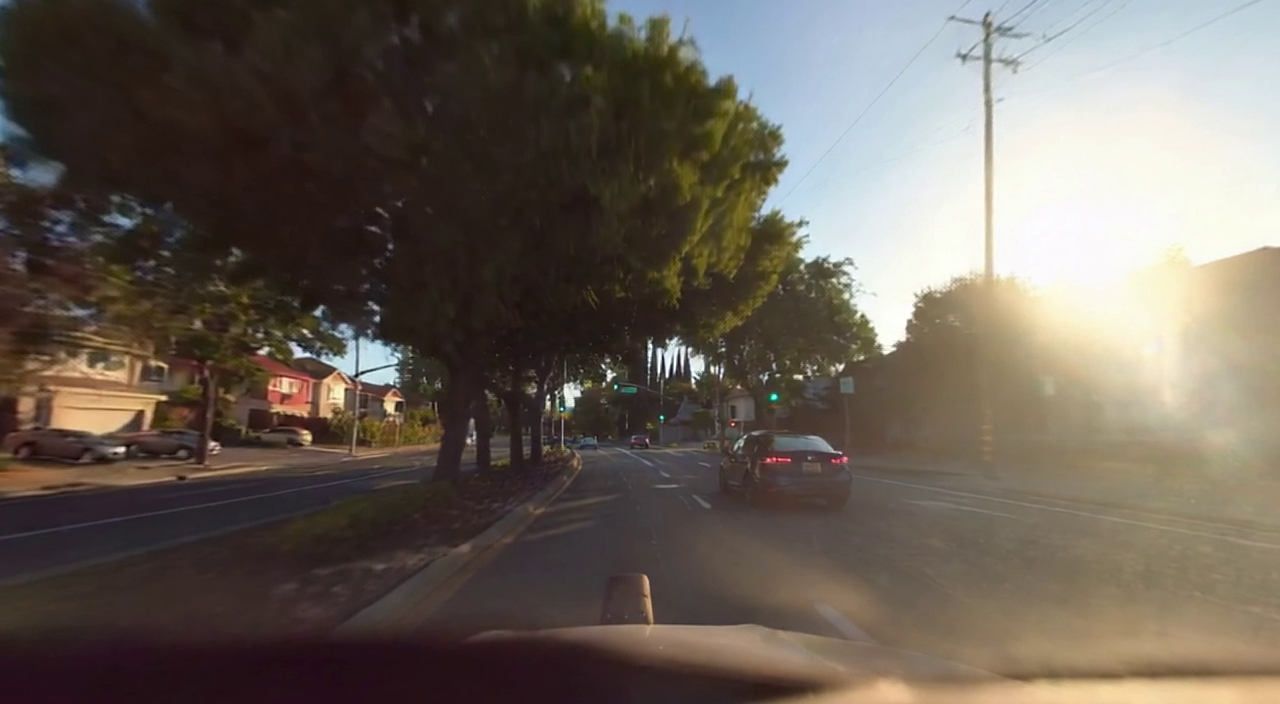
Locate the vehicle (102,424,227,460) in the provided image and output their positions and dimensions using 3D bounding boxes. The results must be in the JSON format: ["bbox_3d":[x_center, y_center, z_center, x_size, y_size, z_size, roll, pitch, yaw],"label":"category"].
[{"bbox_3d":[-25.066,4.761,33.384,4.737,1.805,2.049,1,-8,-8],"label":"vehicle"}]

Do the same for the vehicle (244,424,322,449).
[{"bbox_3d":[-26.727,6.371,47.384,4.583,1.850,2.015,2,-9,-10],"label":"vehicle"}]

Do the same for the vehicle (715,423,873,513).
[{"bbox_3d":[2.809,2.233,12.561,1.960,1.479,4.086,0,-8,-2],"label":"vehicle"}]

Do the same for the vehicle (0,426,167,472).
[{"bbox_3d":[-21.058,3.630,23.681,4.717,1.615,2.014,2,-9,-10],"label":"vehicle"}]
